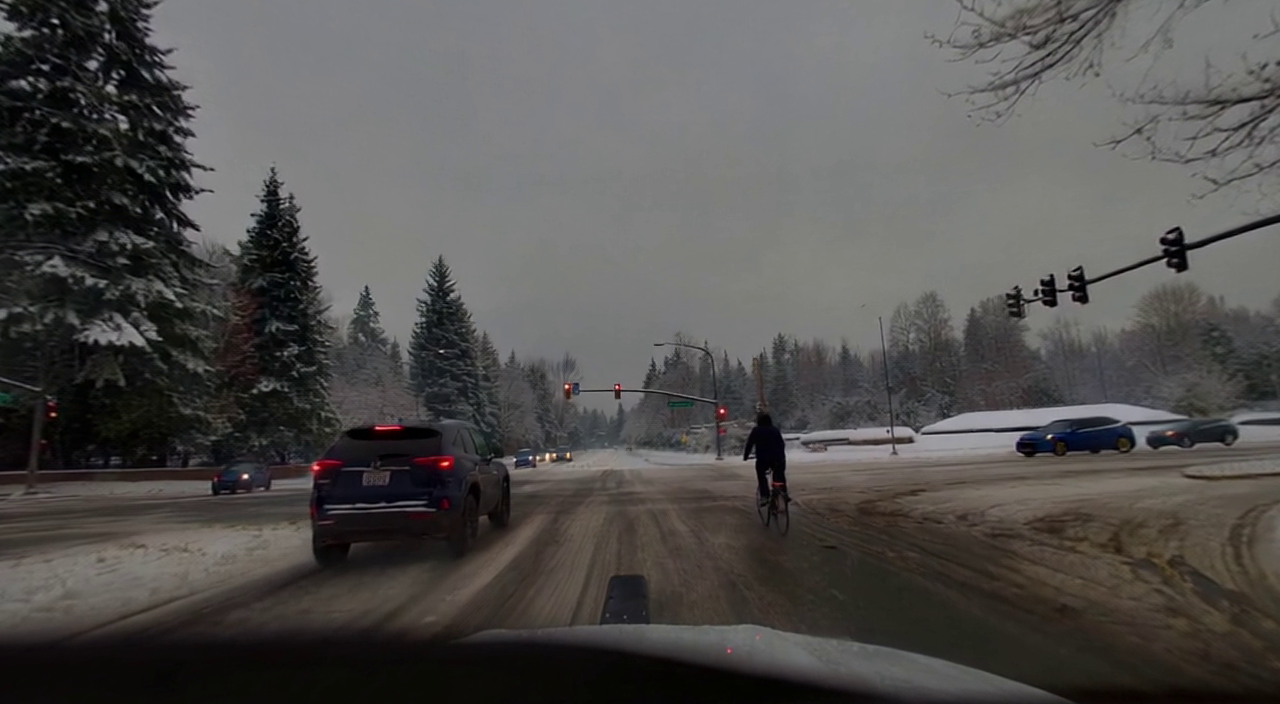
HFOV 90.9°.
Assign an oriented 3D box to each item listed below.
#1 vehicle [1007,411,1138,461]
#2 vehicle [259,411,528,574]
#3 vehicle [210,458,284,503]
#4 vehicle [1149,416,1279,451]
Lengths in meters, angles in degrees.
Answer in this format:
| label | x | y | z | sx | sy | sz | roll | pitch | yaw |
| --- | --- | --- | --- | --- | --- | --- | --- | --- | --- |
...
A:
| label | x | y | z | sx | sy | sz | roll | pitch | yaw |
| --- | --- | --- | --- | --- | --- | --- | --- | --- | --- |
| vehicle | 18.571 | 3.643 | 27.179 | 4.237 | 1.948 | 1.997 | -1 | -9 | -9 |
| vehicle | -3.103 | 1.872 | 9.240 | 2.049 | 1.756 | 4.602 | 0 | -8 | 0 |
| vehicle | -15.357 | 4.952 | 24.787 | 2.171 | 1.474 | 4.513 | 5 | -10 | -30 |
| vehicle | 25.739 | 3.666 | 28.174 | 4.716 | 1.507 | 1.904 | 2 | -9 | -11 |
